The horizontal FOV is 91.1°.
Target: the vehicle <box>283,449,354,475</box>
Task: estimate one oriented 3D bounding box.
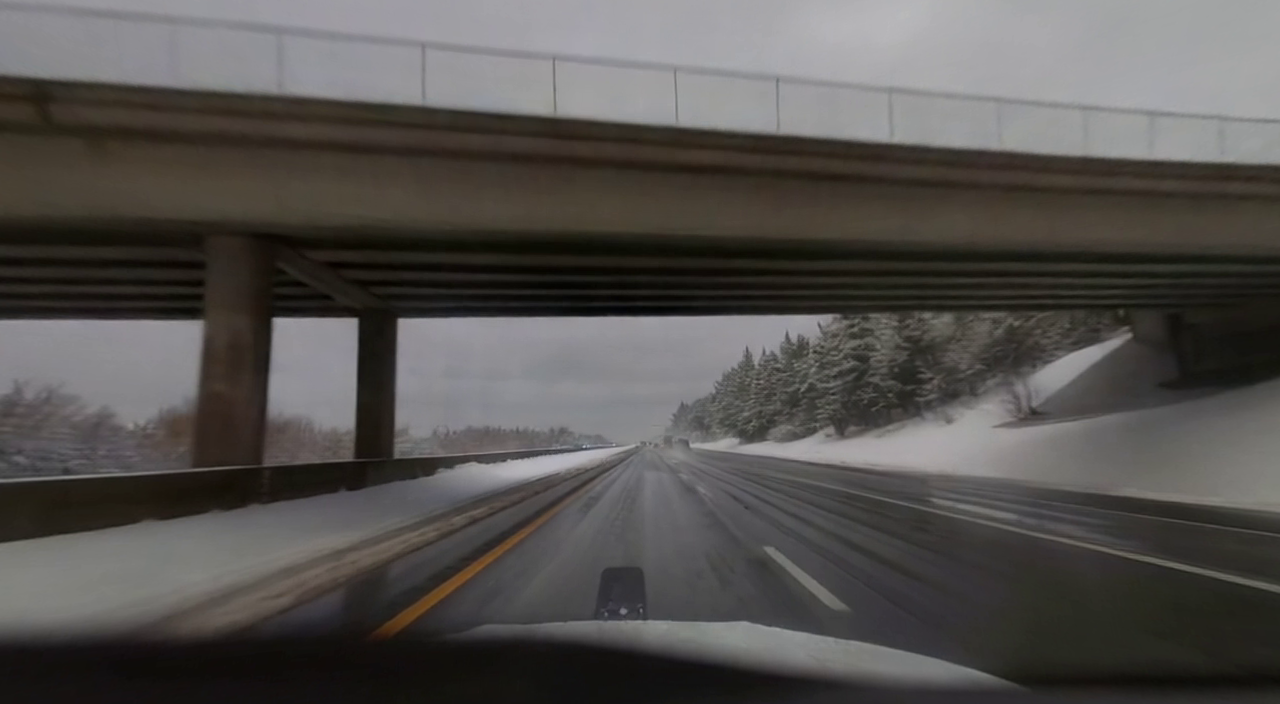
[{"bbox_3d":[-20.265,6.961,39.846,1.938,1.495,4.747,0,-9,1],"label":"vehicle"}]
